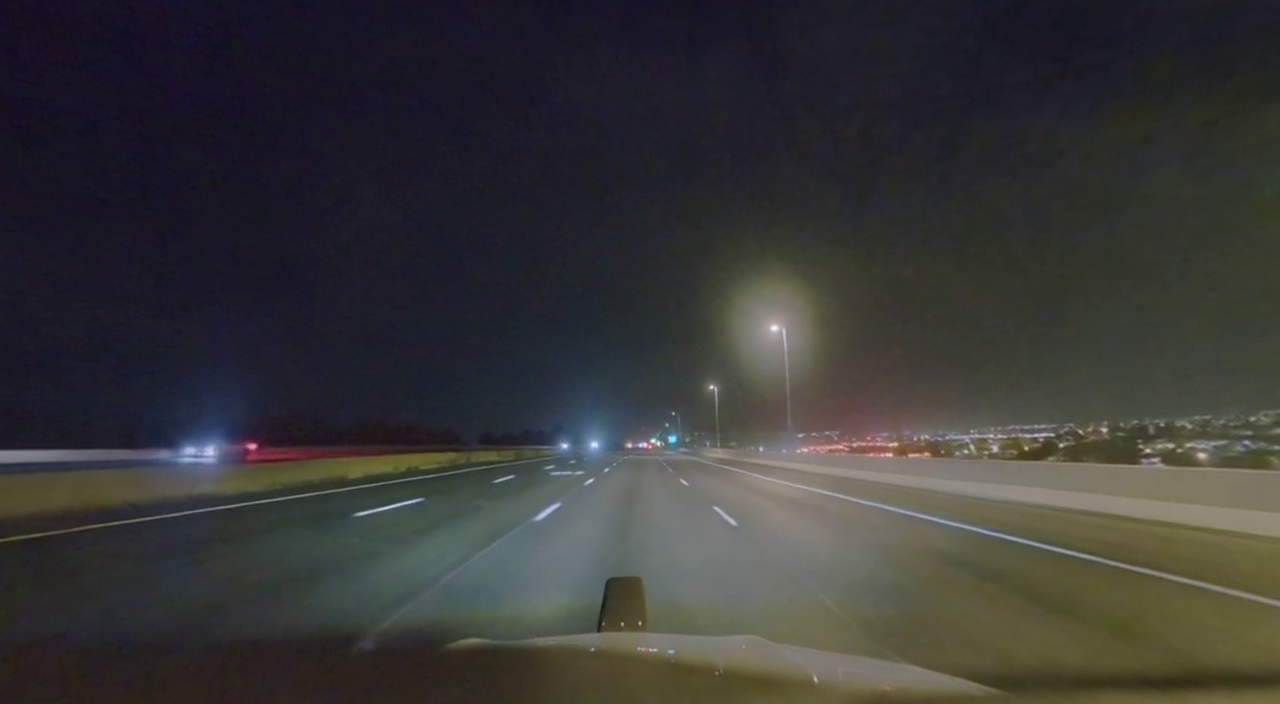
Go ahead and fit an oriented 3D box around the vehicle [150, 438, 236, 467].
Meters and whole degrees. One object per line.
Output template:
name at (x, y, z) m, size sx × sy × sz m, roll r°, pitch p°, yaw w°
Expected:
vehicle at (-32.201, 7.238, 45.495) m, size 2.060 × 1.962 × 5.618 m, roll 0°, pitch -8°, yaw 0°
